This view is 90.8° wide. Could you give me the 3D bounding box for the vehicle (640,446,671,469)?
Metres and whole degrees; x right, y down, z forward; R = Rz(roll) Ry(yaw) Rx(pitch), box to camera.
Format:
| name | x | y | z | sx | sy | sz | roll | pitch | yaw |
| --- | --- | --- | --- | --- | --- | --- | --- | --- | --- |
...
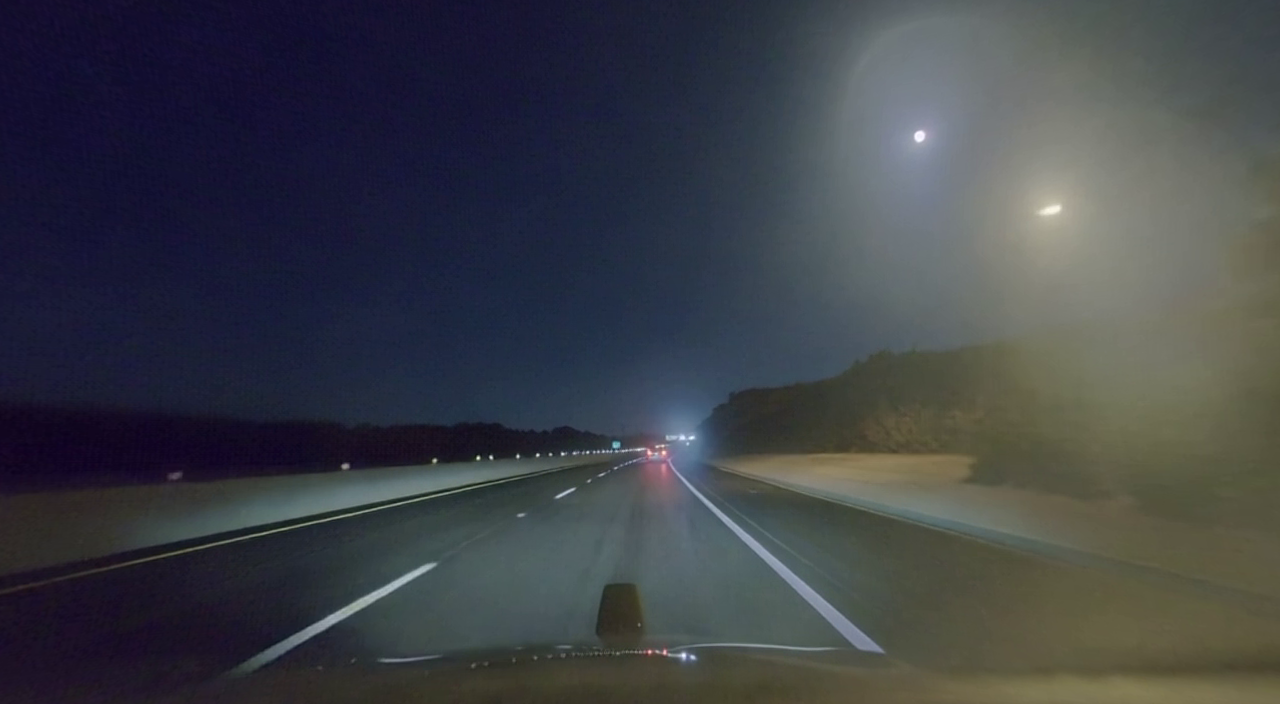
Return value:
| name | x | y | z | sx | sy | sz | roll | pitch | yaw |
| --- | --- | --- | --- | --- | --- | --- | --- | --- | --- |
| vehicle | 1.205 | 7.862 | 47.220 | 2.221 | 1.603 | 4.149 | -1 | -9 | 2 |
